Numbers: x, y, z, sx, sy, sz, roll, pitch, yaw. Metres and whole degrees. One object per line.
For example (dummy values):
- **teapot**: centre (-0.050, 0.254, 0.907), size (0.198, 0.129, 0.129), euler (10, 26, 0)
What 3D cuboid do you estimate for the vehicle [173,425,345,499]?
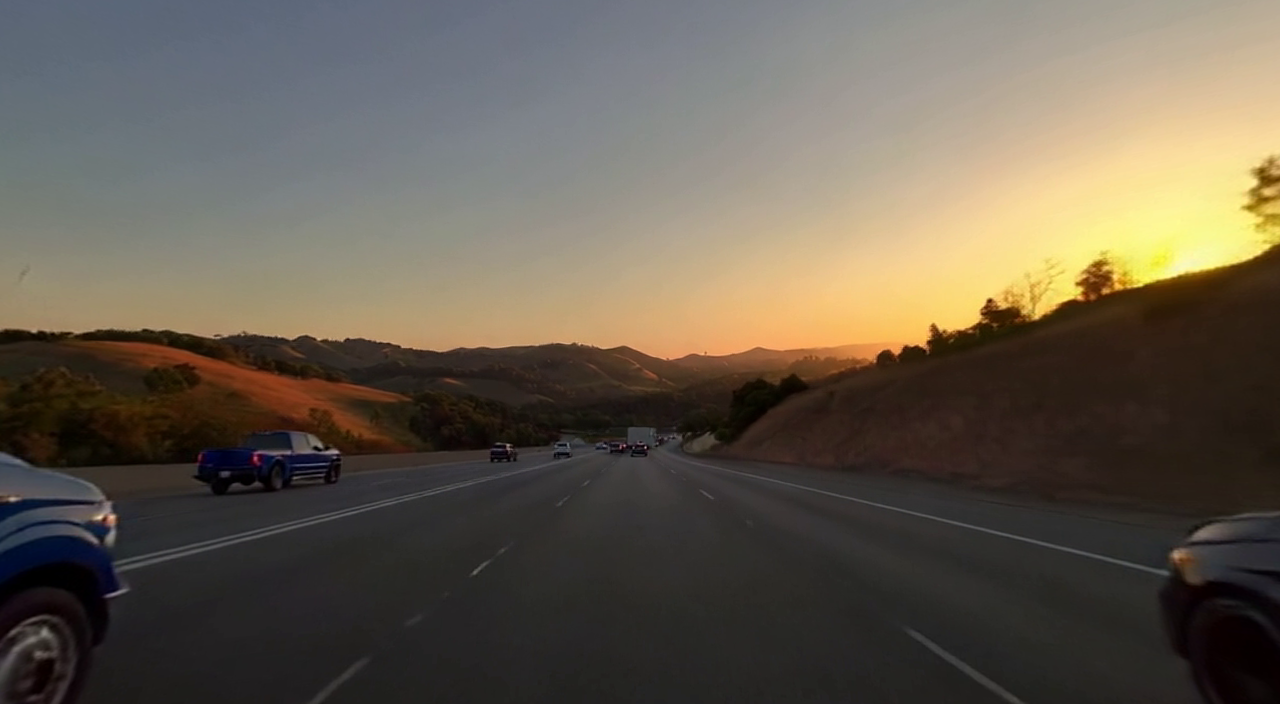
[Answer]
- **vehicle**: centre (-10.864, 3.183, 18.593), size (2.012, 1.875, 4.895), euler (0, -9, 0)
